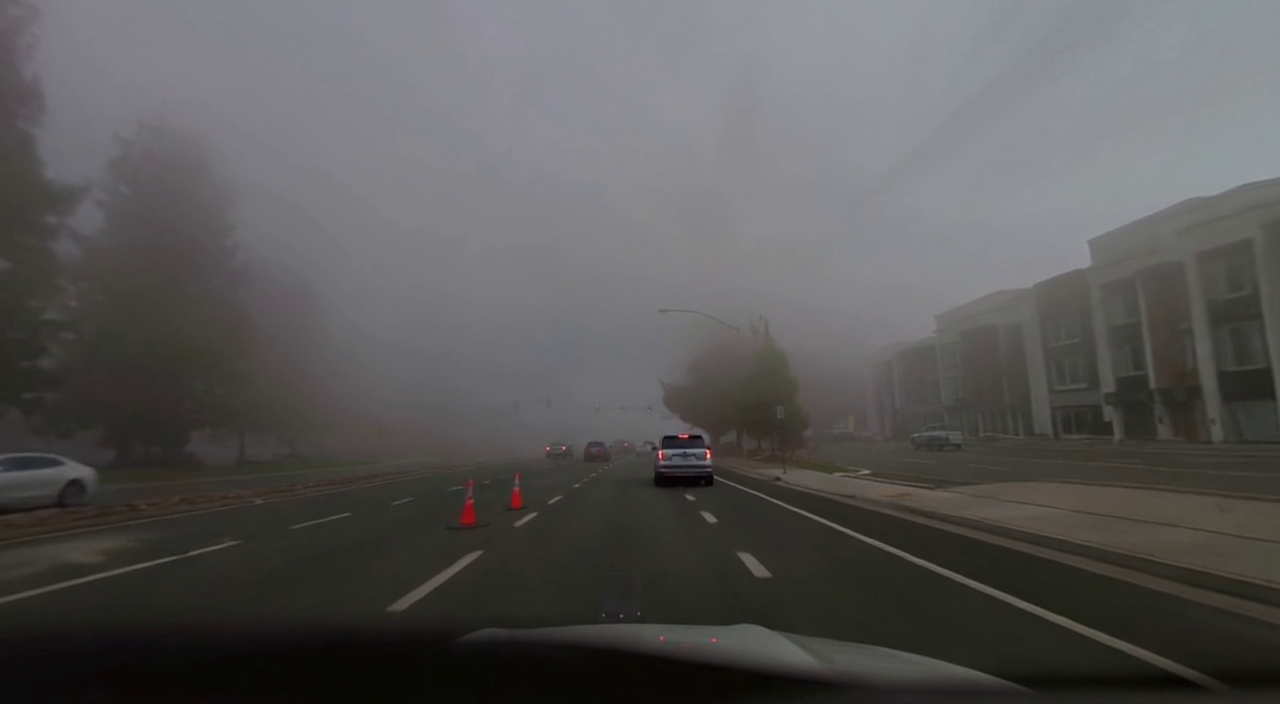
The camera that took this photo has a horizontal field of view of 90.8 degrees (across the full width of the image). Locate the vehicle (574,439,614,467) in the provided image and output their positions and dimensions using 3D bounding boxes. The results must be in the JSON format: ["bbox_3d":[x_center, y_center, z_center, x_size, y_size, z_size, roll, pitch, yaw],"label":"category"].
[{"bbox_3d":[-2.855,6.328,39.739,2.121,1.654,3.993,0,-8,1],"label":"vehicle"}]

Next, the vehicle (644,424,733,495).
[{"bbox_3d":[1.273,3.105,18.602,2.197,1.835,4.316,0,-8,-1],"label":"vehicle"}]

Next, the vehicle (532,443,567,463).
[{"bbox_3d":[-6.906,7.738,48.584,1.928,1.488,4.635,0,-8,2],"label":"vehicle"}]
